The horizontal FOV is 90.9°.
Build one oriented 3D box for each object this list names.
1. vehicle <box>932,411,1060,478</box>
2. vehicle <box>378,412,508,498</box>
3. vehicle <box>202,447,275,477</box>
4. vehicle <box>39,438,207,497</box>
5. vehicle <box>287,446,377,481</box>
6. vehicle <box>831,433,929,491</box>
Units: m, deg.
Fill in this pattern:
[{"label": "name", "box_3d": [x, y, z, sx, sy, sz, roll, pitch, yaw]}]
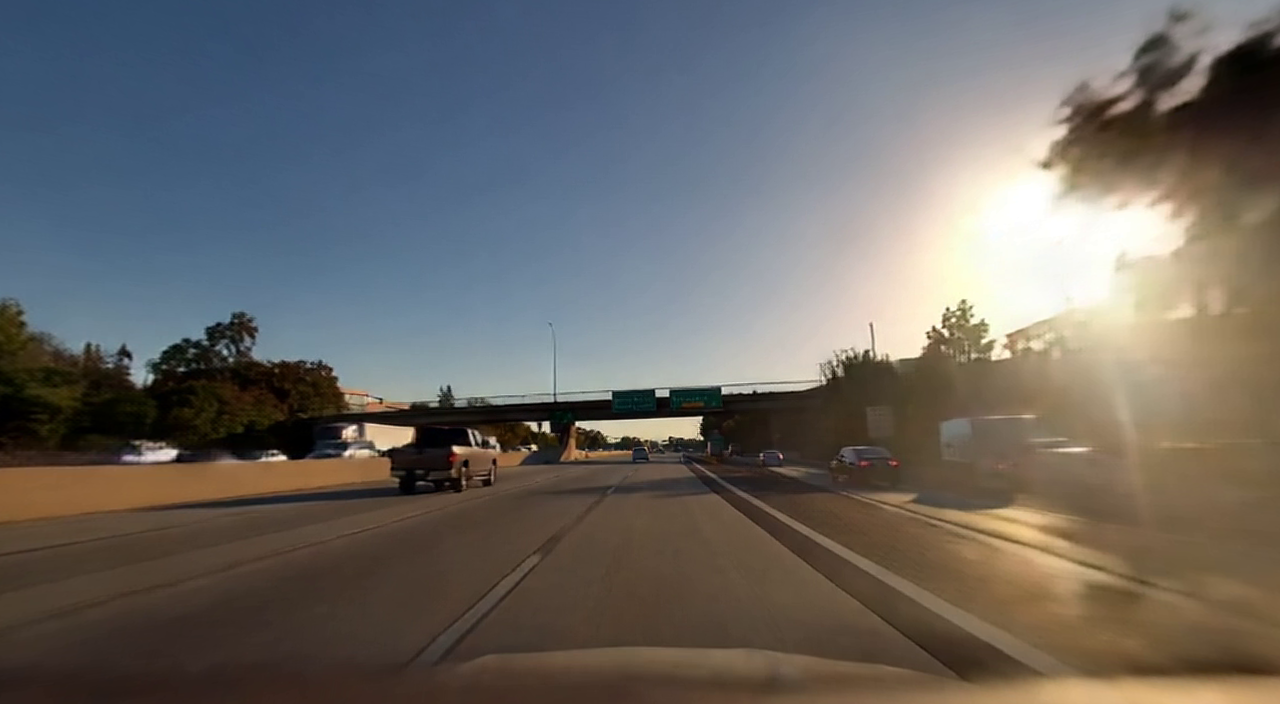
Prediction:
[{"label": "vehicle", "box_3d": [20.947, 5.552, 37.905, 3.022, 3.547, 8.645, -1, -8, 4]}, {"label": "vehicle", "box_3d": [-6.065, 3.246, 20.278, 2.264, 2.379, 5.248, 0, -8, 2]}, {"label": "vehicle", "box_3d": [-28.174, 7.701, 44.487, 1.979, 1.986, 4.959, 0, -8, -1]}, {"label": "vehicle", "box_3d": [-19.700, 4.381, 24.449, 2.131, 2.035, 4.986, 0, -8, 2]}, {"label": "vehicle", "box_3d": [-15.347, 5.562, 31.773, 2.049, 1.564, 4.596, 0, -8, 3]}, {"label": "vehicle", "box_3d": [8.746, 4.022, 23.470, 2.146, 1.929, 4.388, -1, -8, 4]}]
